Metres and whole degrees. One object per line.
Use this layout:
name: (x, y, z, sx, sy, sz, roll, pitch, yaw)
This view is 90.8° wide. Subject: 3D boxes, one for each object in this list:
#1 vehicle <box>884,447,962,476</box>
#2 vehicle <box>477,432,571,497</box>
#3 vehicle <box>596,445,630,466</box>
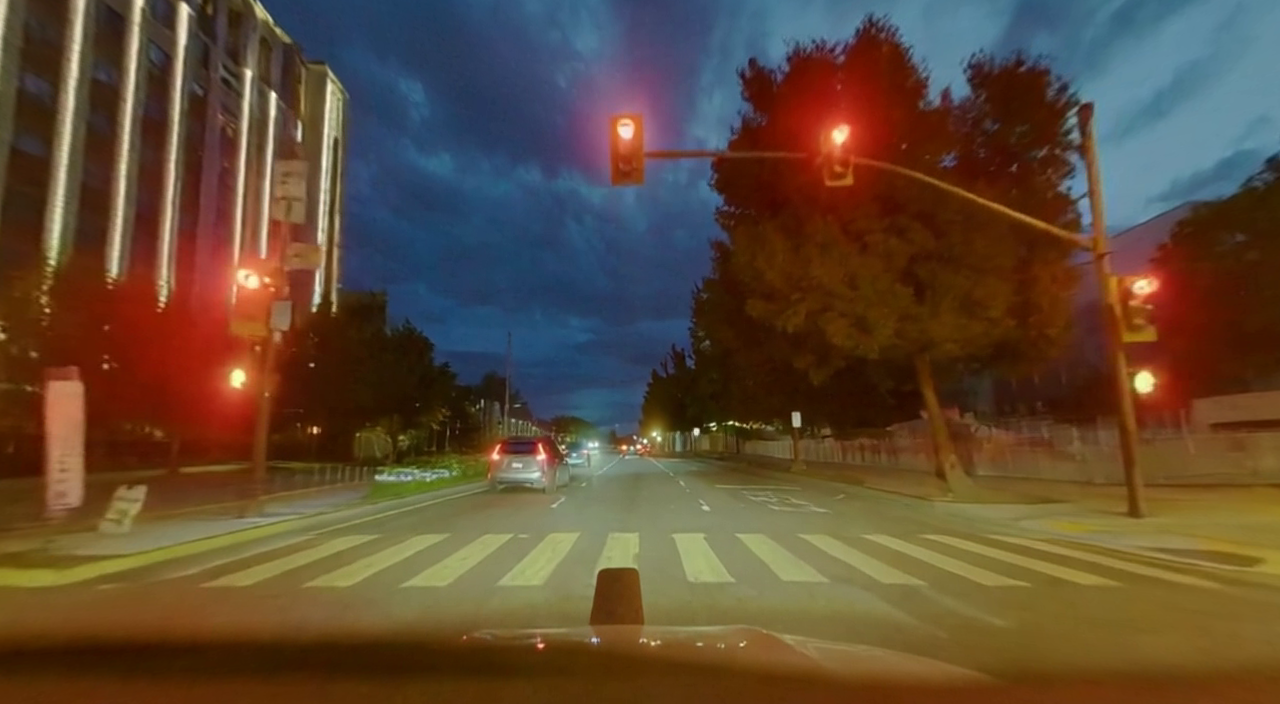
vehicle: (16.840, 6.540, 37.718, 3.757, 1.383, 1.817, -2, -5, -3)
vehicle: (-3.402, 3.401, 19.499, 2.116, 1.725, 4.315, 0, -8, 0)
vehicle: (-2.027, 7.480, 45.755, 2.095, 1.438, 3.843, 1, -8, -8)
